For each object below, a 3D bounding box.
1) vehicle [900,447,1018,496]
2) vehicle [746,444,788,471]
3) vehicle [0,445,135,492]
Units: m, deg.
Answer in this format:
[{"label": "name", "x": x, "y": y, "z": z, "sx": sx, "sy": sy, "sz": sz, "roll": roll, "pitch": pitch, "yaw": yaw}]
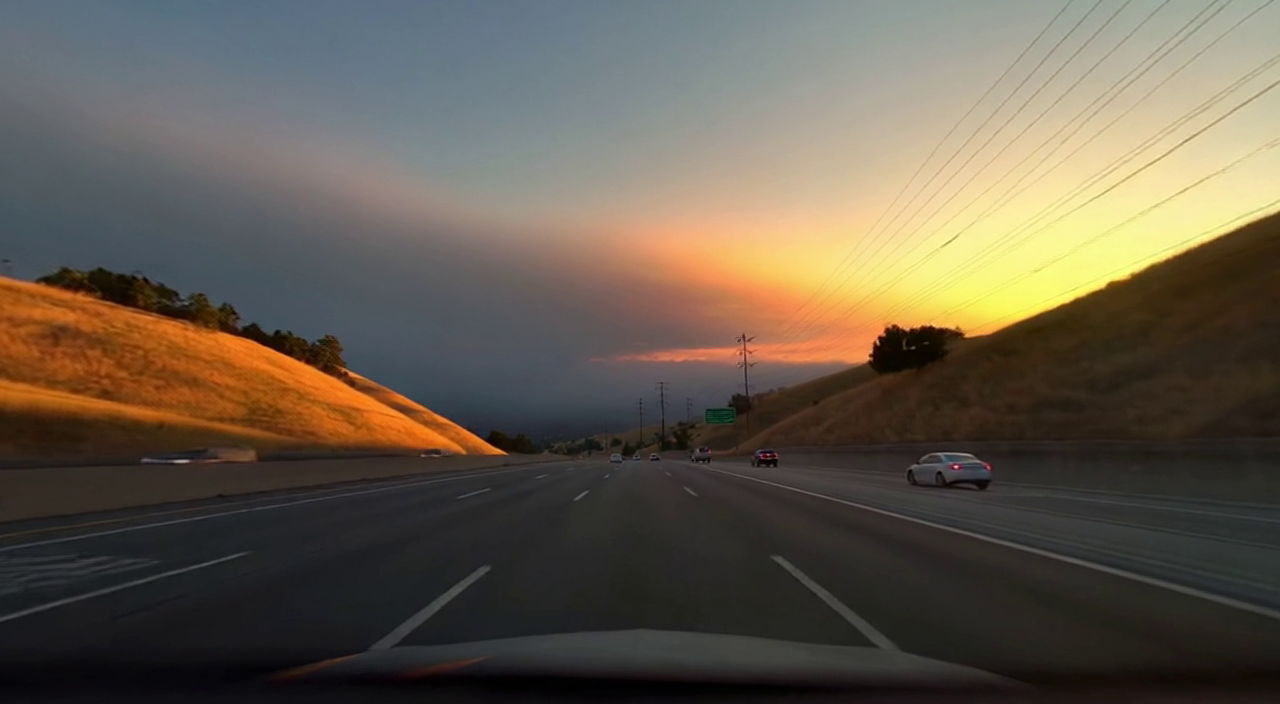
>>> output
[{"label": "vehicle", "x": 10.530, "y": 3.940, "z": 21.137, "sx": 1.884, "sy": 1.486, "sz": 3.770, "roll": 0, "pitch": -9, "yaw": -1}, {"label": "vehicle", "x": 9.436, "y": 7.874, "z": 47.105, "sx": 2.108, "sy": 1.870, "sz": 4.435, "roll": 0, "pitch": -9, "yaw": -1}, {"label": "vehicle", "x": -21.800, "y": 4.293, "z": 23.698, "sx": 1.851, "sy": 1.579, "sz": 4.447, "roll": 0, "pitch": -9, "yaw": 0}]
